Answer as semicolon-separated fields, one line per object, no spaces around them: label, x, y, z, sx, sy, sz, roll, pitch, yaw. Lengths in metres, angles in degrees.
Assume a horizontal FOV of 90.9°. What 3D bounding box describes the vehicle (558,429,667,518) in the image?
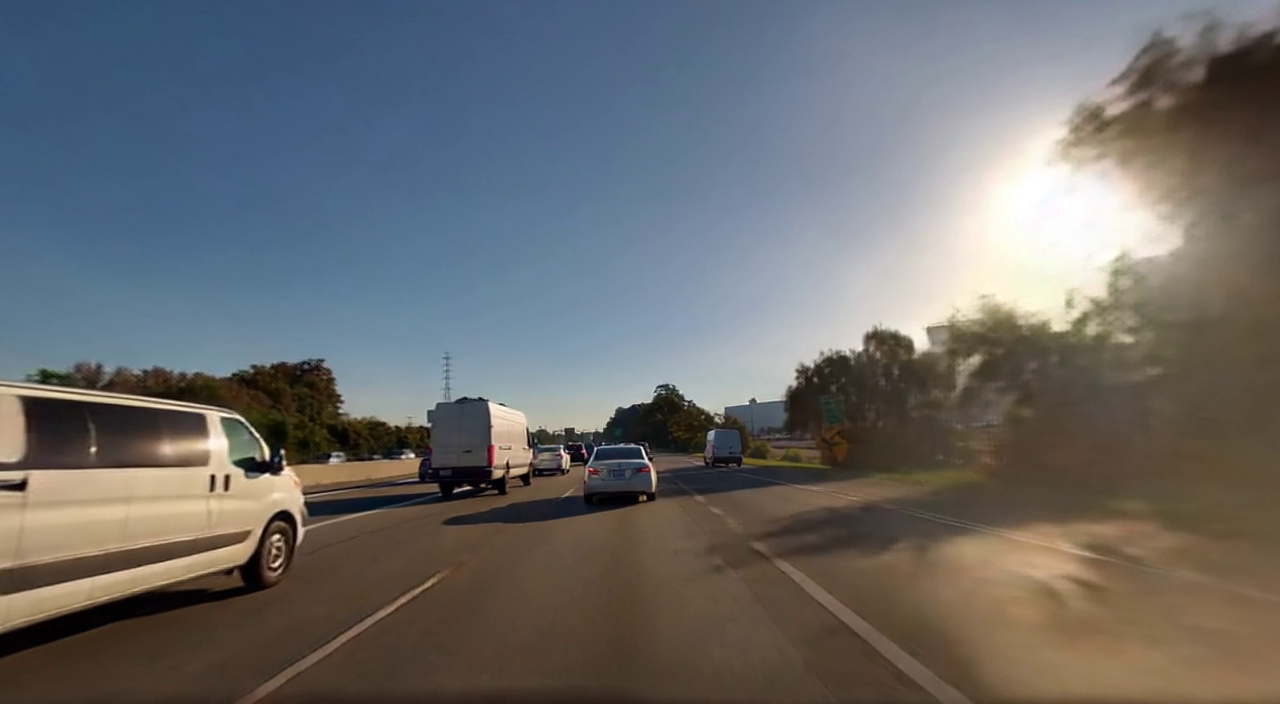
vehicle;-0.519;2.639;14.096;2.093;1.695;3.782;0;-9;0

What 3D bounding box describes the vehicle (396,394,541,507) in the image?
vehicle;-4.561;2.832;18.245;2.248;2.626;6.837;0;-9;0

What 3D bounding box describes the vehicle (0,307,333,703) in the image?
vehicle;-4.026;0.843;3.403;2.253;1.892;4.823;0;-9;0

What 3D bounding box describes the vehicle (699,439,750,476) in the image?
vehicle;4.219;5.353;32.102;2.003;1.754;4.134;0;-9;-1
